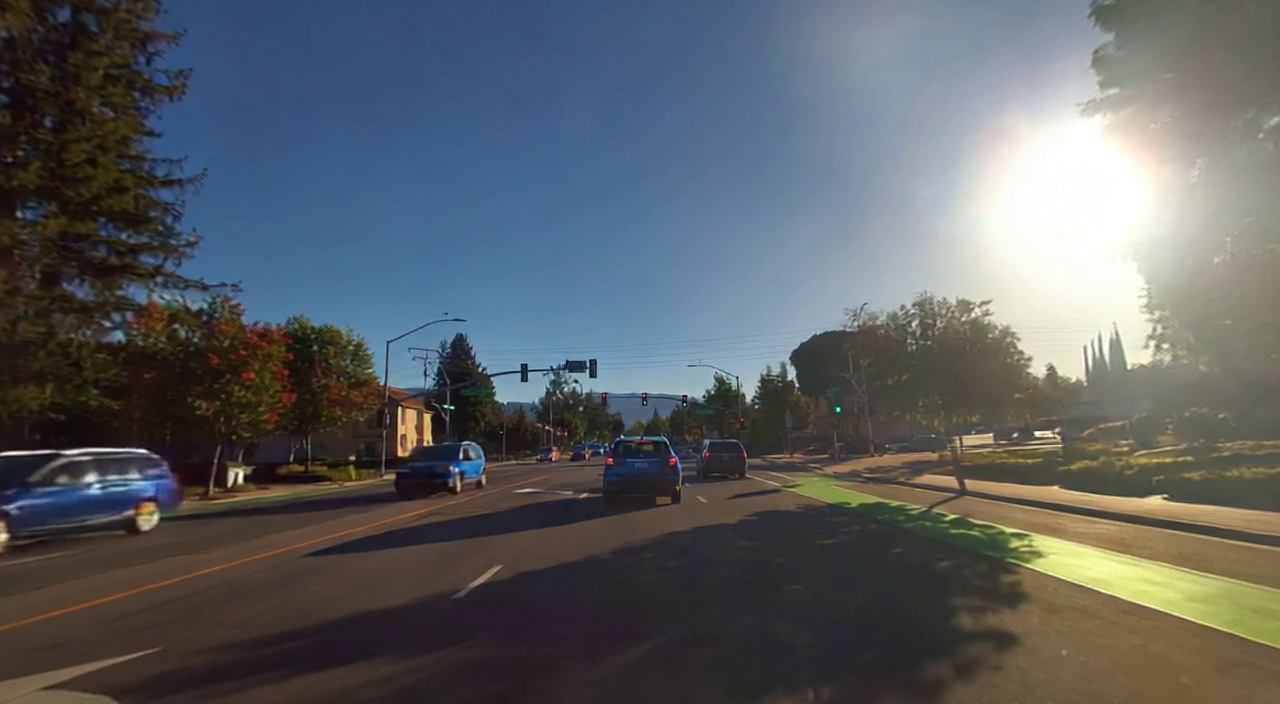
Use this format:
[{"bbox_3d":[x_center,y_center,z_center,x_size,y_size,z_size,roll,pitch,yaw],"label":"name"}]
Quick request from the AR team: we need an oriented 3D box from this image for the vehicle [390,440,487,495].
[{"bbox_3d":[-6.979,4.030,22.330,2.005,1.729,4.293,0,-8,0],"label":"vehicle"}]

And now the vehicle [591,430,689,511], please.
[{"bbox_3d":[-0.003,2.851,15.626,2.109,1.730,3.963,0,-8,0],"label":"vehicle"}]

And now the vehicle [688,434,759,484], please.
[{"bbox_3d":[3.239,4.285,25.452,2.189,1.815,4.495,0,-8,0],"label":"vehicle"}]

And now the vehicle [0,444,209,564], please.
[{"bbox_3d":[-9.929,2.424,10.763,1.886,1.666,4.575,0,-8,-1],"label":"vehicle"}]
